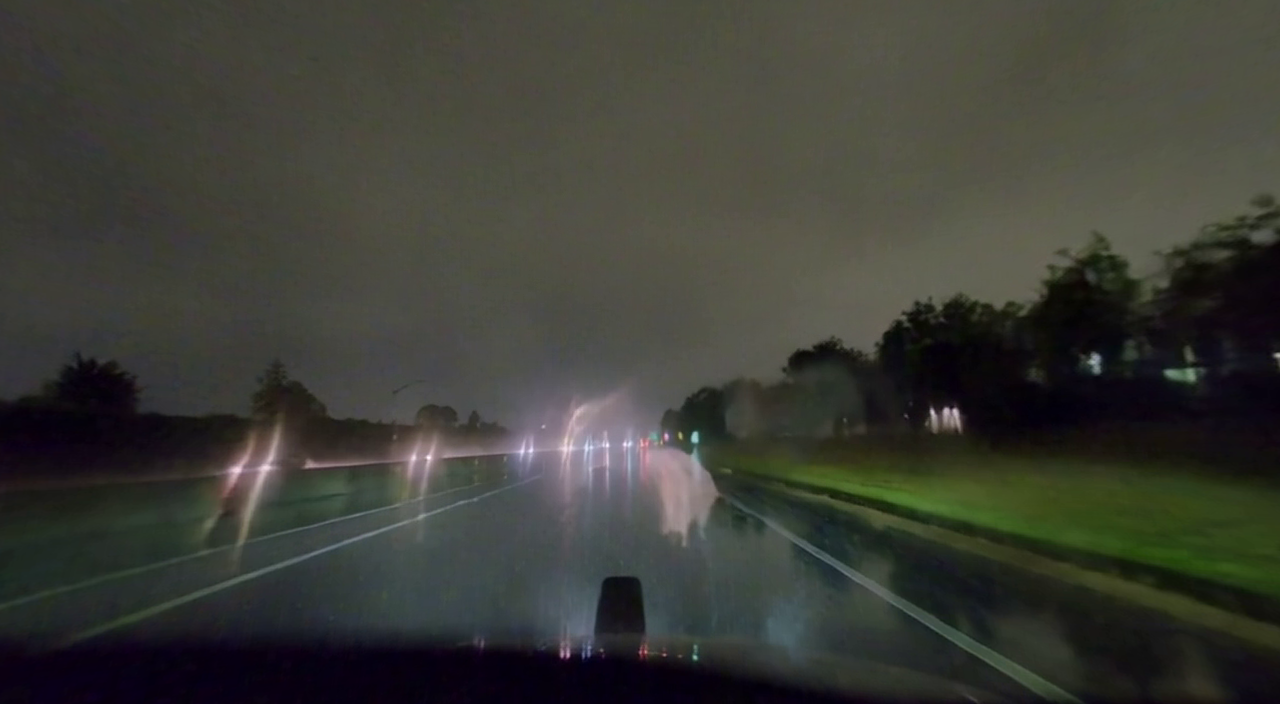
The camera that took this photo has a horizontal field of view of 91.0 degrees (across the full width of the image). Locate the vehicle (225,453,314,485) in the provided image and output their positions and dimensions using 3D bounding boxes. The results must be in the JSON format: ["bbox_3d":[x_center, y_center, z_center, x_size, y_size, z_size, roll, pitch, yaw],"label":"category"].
[{"bbox_3d":[-19.307,6.082,33.086,1.879,1.505,4.530,0,-9,1],"label":"vehicle"}]
